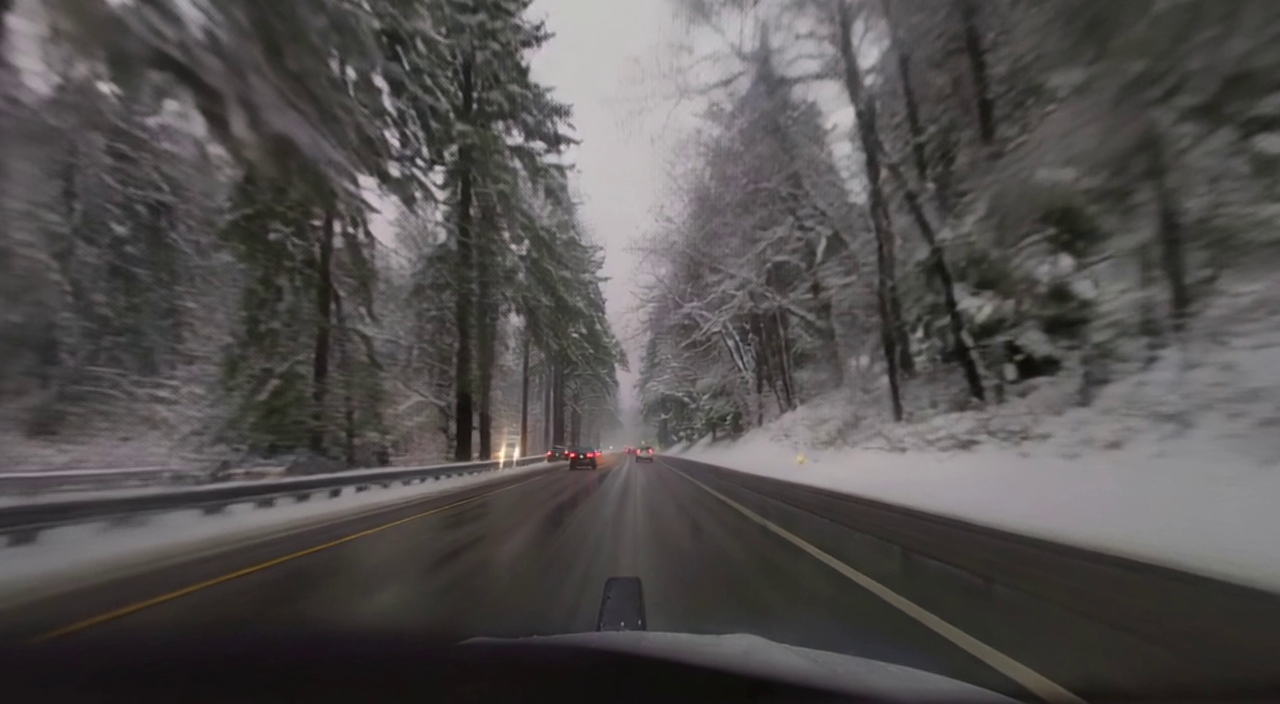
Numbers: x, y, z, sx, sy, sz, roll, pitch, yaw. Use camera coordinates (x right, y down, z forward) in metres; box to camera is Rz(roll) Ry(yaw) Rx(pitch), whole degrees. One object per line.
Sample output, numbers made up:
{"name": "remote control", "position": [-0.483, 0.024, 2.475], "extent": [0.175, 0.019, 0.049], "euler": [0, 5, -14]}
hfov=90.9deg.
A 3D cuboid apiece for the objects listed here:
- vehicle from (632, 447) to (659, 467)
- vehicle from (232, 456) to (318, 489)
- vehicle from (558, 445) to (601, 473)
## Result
{"name": "vehicle", "position": [0.384, 7.934, 47.766], "extent": [1.989, 1.402, 3.831], "euler": [0, -9, -1]}
{"name": "vehicle", "position": [-18.877, 6.218, 32.845], "extent": [1.889, 1.545, 4.437], "euler": [0, -9, -1]}
{"name": "vehicle", "position": [-3.392, 6.128, 36.218], "extent": [2.112, 1.498, 4.117], "euler": [0, -9, -1]}
